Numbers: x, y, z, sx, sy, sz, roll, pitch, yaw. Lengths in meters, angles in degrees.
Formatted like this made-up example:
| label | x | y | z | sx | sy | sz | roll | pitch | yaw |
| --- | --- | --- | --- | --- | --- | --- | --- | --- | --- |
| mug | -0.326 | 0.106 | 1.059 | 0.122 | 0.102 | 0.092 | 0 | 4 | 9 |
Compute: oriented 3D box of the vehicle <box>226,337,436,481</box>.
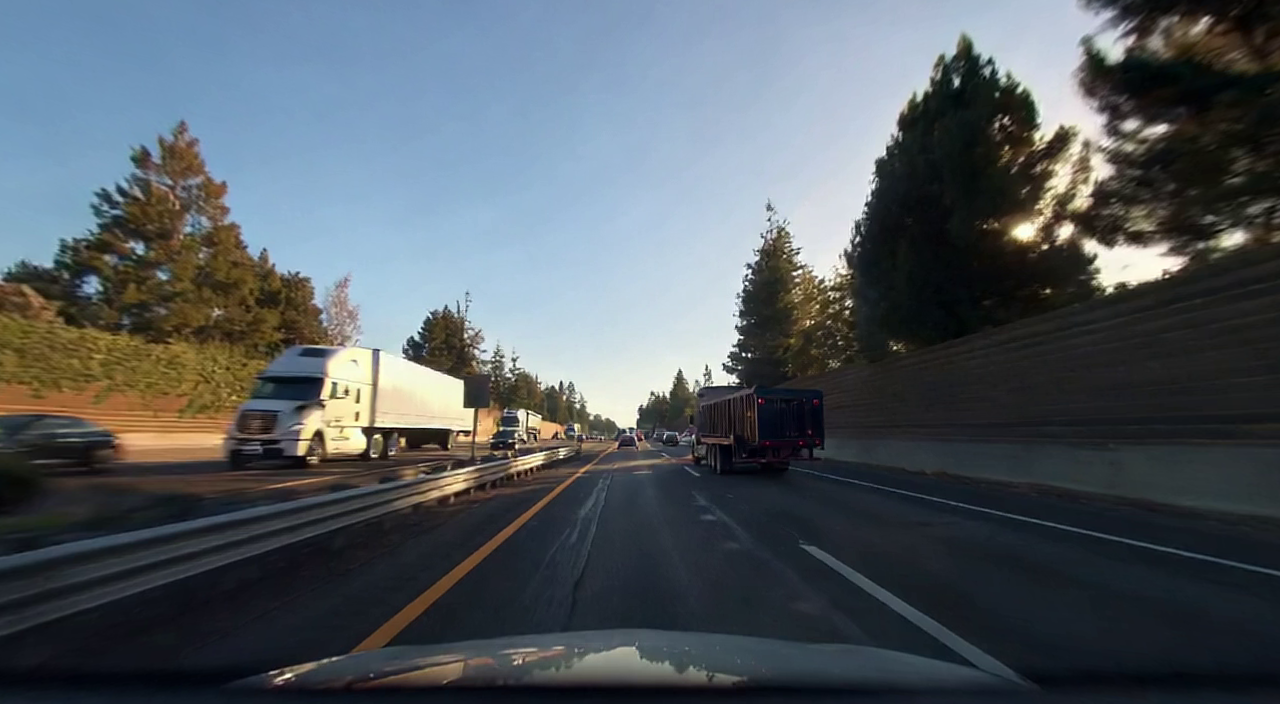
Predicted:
| label | x | y | z | sx | sy | sz | roll | pitch | yaw |
| --- | --- | --- | --- | --- | --- | --- | --- | --- | --- |
| vehicle | -8.624 | 1.820 | 18.927 | 2.624 | 3.453 | 7.411 | 0 | -7 | -1 |

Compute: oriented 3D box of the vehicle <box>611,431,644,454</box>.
| label | x | y | z | sx | sy | sz | roll | pitch | yaw |
| --- | --- | --- | --- | --- | --- | --- | --- | --- | --- |
| vehicle | -0.835 | 6.058 | 42.269 | 2.119 | 1.480 | 4.000 | 0 | -8 | 0 |

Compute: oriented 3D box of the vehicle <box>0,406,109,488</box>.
| label | x | y | z | sx | sy | sz | roll | pitch | yaw |
| --- | --- | --- | --- | --- | --- | --- | --- | --- | --- |
| vehicle | -12.652 | 1.823 | 12.110 | 1.832 | 1.485 | 3.518 | 0 | -8 | -1 |

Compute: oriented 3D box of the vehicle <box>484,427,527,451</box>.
| label | x | y | z | sx | sy | sz | roll | pitch | yaw |
| --- | --- | --- | --- | --- | --- | --- | --- | --- | --- |
| vehicle | -8.722 | 5.669 | 41.209 | 1.885 | 1.483 | 4.516 | 0 | -8 | -2 |

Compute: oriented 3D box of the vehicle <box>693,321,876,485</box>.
| label | x | y | z | sx | sy | sz | roll | pitch | yaw |
| --- | --- | --- | --- | --- | --- | --- | --- | --- | --- |
| vehicle | 4.120 | 2.144 | 22.458 | 2.953 | 4.045 | 13.843 | 0 | -8 | -1 |
